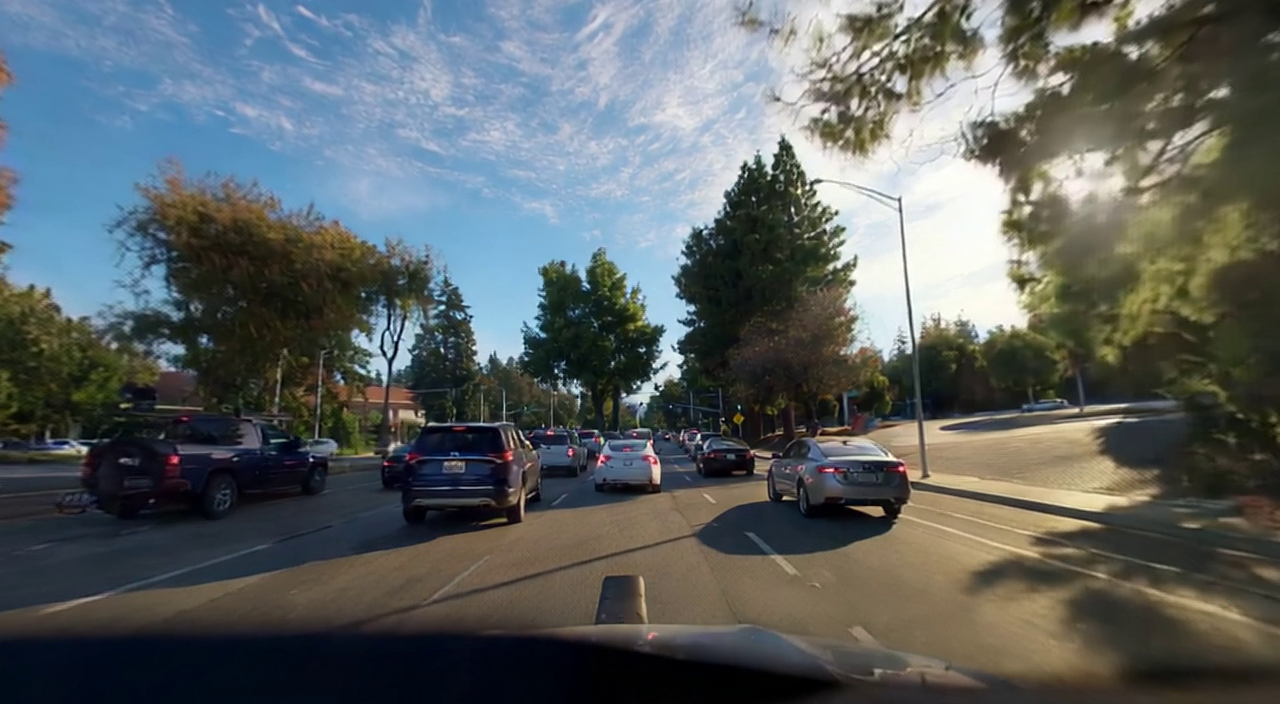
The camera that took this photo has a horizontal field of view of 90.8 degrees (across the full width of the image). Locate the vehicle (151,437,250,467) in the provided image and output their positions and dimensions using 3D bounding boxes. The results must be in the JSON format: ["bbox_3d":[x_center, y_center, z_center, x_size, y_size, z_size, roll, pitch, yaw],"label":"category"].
[{"bbox_3d":[-23.437,5.362,33.958,1.865,1.493,4.712,-1,-8,2],"label":"vehicle"}]

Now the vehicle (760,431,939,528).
[{"bbox_3d":[3.605,2.259,11.807,1.884,1.463,4.195,0,-8,0],"label":"vehicle"}]

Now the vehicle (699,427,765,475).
[{"bbox_3d":[3.829,4.207,27.058,2.099,1.845,4.363,0,-8,0],"label":"vehicle"}]

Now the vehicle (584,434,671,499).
[{"bbox_3d":[-0.305,2.990,16.920,2.030,1.477,4.330,0,-8,0],"label":"vehicle"}]

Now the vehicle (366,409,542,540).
[{"bbox_3d":[-2.921,2.045,11.264,2.111,1.745,5.274,1,-8,-7],"label":"vehicle"}]

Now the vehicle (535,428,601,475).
[{"bbox_3d":[-3.013,4.295,27.391,2.218,1.829,4.492,0,-8,2],"label":"vehicle"}]

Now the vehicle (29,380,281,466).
[{"bbox_3d":[-27.917,4.522,38.186,3.181,4.189,14.107,-1,-8,4],"label":"vehicle"}]
